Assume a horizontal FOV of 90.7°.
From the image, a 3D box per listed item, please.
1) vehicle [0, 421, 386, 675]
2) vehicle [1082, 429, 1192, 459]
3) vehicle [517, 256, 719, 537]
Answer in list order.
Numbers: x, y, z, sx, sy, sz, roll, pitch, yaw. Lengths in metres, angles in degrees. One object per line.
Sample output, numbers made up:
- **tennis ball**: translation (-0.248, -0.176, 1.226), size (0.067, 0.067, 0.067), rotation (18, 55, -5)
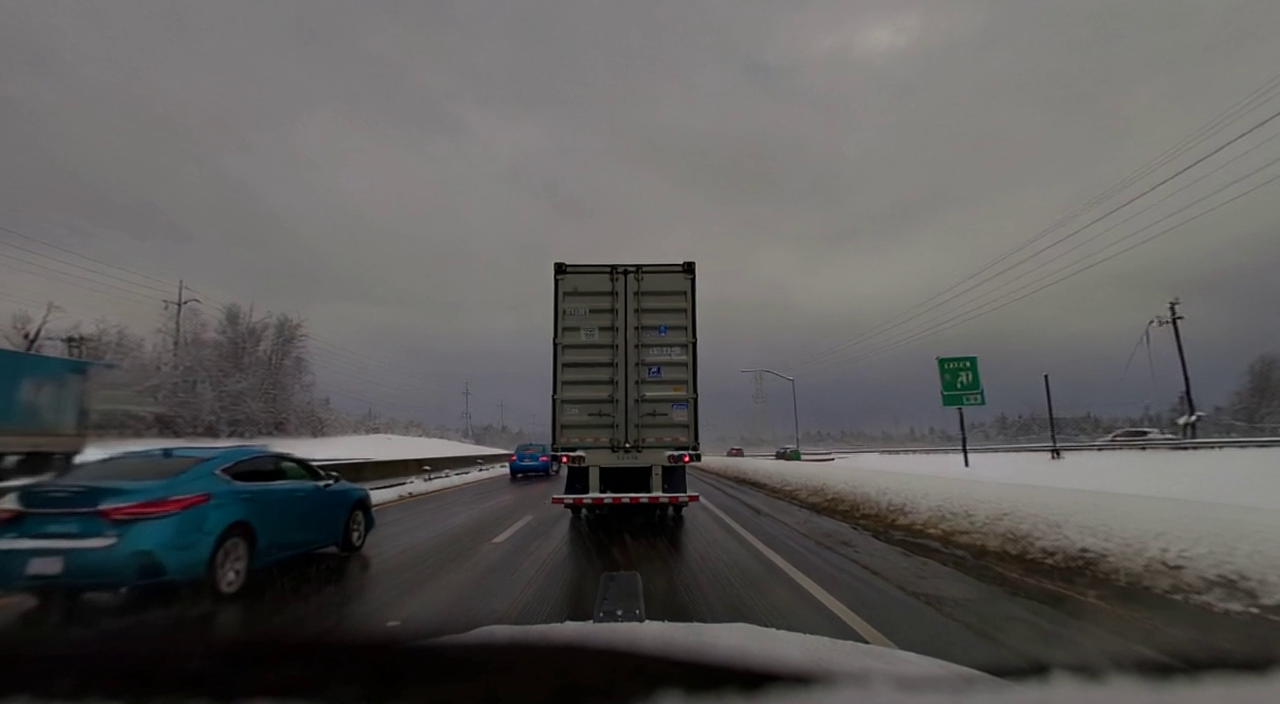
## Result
- **vehicle**: translation (-4.192, 1.485, 5.914), size (1.912, 1.485, 4.218), rotation (0, -9, -1)
- **vehicle**: translation (28.924, 5.392, 36.970), size (1.932, 1.594, 4.579), rotation (6, -11, -38)
- **vehicle**: translation (-0.283, 1.473, 15.168), size (2.841, 4.071, 12.046), rotation (0, -9, 0)
